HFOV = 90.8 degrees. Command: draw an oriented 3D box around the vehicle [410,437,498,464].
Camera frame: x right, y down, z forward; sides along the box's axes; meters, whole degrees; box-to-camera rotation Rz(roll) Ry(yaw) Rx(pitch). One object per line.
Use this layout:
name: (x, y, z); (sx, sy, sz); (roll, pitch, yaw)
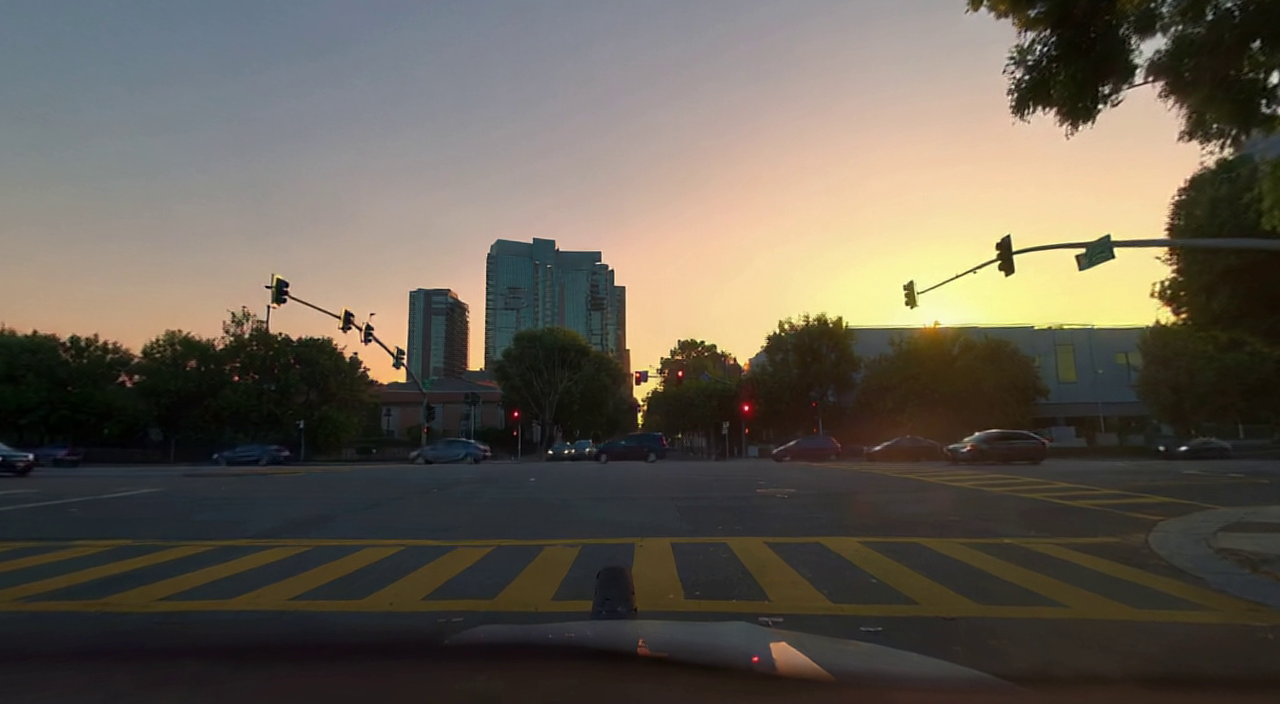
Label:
vehicle: (-10.773, 5.737, 36.830); (4.519, 1.476, 1.767); (0, -9, 0)

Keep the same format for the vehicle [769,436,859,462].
vehicle: (10.185, 5.690, 37.140); (4.724, 1.452, 1.870); (0, -9, 1)

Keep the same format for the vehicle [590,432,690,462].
vehicle: (0.039, 6.037, 40.149); (6.133, 1.833, 2.155); (-1, -9, 2)

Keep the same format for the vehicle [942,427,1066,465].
vehicle: (17.596, 4.565, 30.707); (4.662, 1.764, 2.064); (0, -9, 0)

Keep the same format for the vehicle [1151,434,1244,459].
vehicle: (35.454, 6.031, 40.235); (4.100, 1.509, 1.853); (0, -9, 0)

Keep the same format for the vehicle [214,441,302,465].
vehicle: (-24.384, 6.442, 40.465); (4.443, 1.472, 1.794); (0, -9, 0)

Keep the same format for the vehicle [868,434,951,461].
vehicle: (17.313, 6.145, 40.727); (4.488, 1.667, 1.869); (0, -9, 1)
